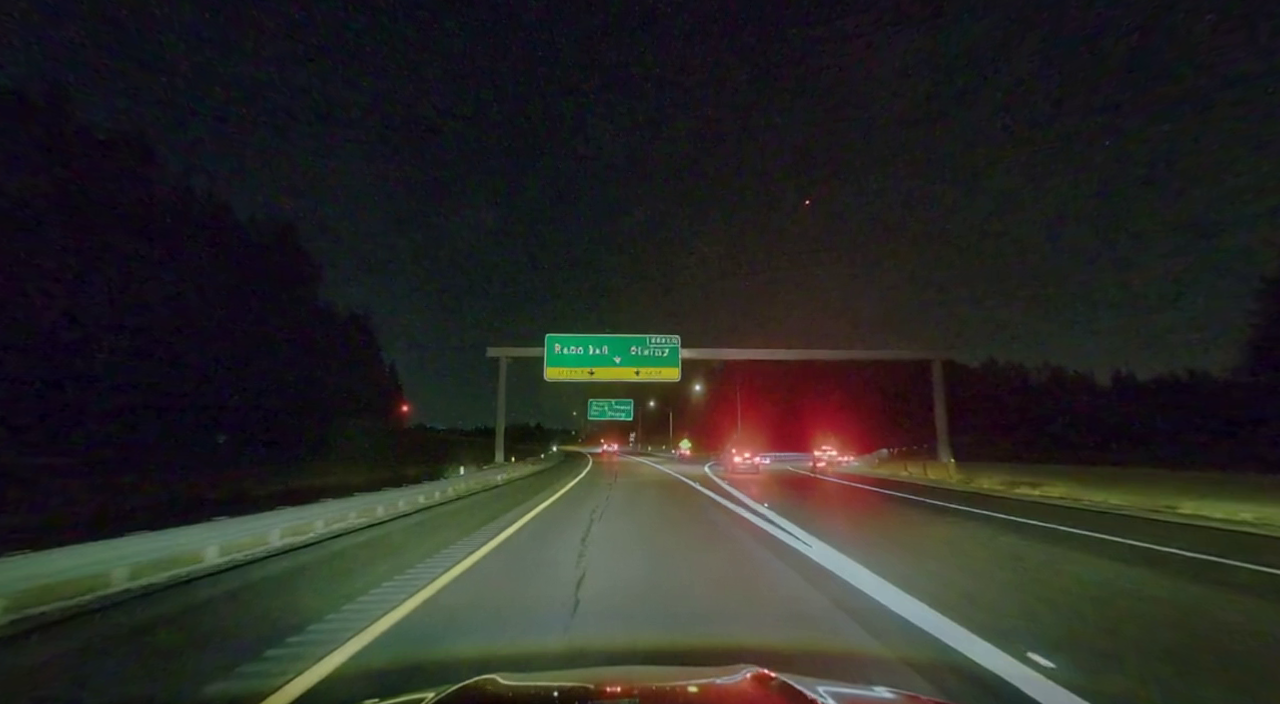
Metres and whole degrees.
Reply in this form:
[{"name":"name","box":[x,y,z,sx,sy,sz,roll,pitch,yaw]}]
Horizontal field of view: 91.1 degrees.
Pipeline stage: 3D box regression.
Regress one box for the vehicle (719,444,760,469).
[{"name":"vehicle","box":[6.065,6.411,38.709,2.129,1.444,3.649,-1,-9,3]}]
